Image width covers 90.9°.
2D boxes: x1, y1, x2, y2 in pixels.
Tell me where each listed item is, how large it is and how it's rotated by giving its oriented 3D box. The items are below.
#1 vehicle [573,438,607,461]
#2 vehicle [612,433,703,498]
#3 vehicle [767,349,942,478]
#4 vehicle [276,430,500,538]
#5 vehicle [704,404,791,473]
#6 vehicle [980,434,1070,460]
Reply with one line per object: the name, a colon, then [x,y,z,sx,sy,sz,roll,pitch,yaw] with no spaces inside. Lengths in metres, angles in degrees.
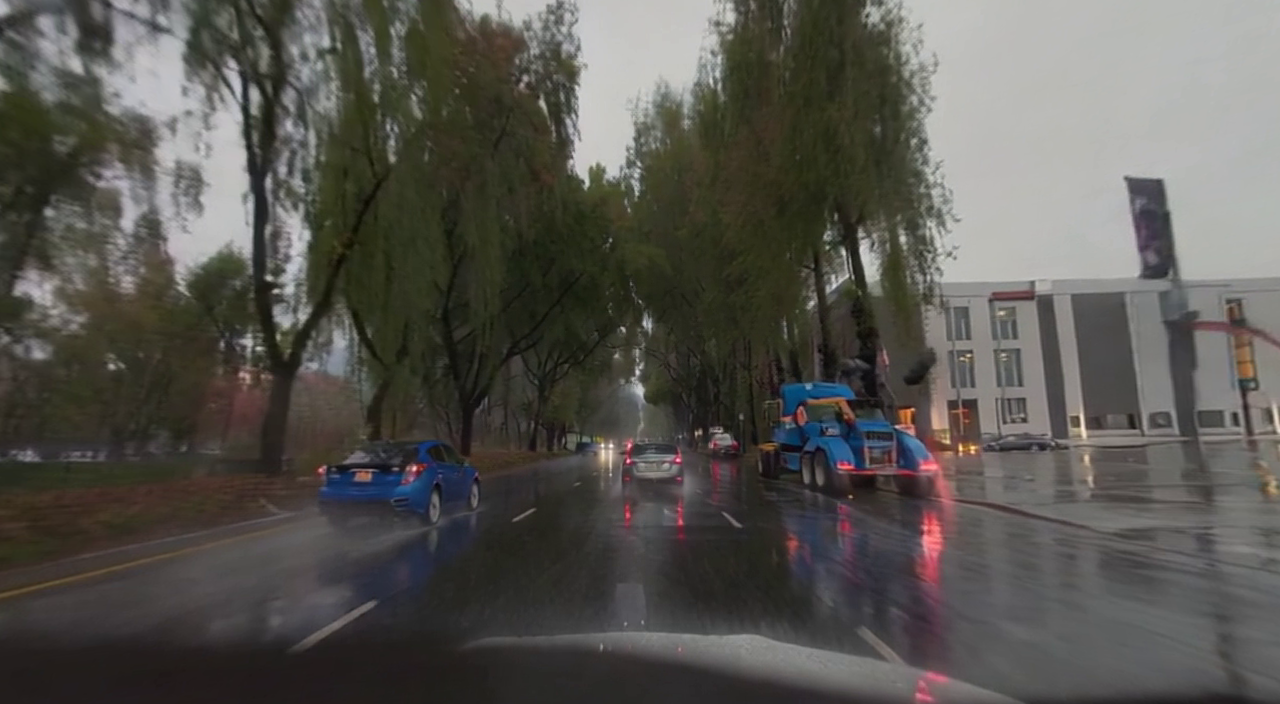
vehicle: [-3.666,7.275,47.076,2.062,1.641,4.193,0,-8,2]
vehicle: [0.389,2.911,16.495,2.086,1.466,4.026,0,-8,0]
vehicle: [5.685,1.873,17.950,2.736,3.078,5.825,0,-8,-1]
vehicle: [-4.114,2.225,11.384,2.003,1.507,4.808,0,-8,1]
vehicle: [5.529,4.717,34.387,3.089,3.258,8.841,-1,-8,-1]
vehicle: [25.152,6.226,41.402,1.955,1.599,4.618,4,-9,-26]
